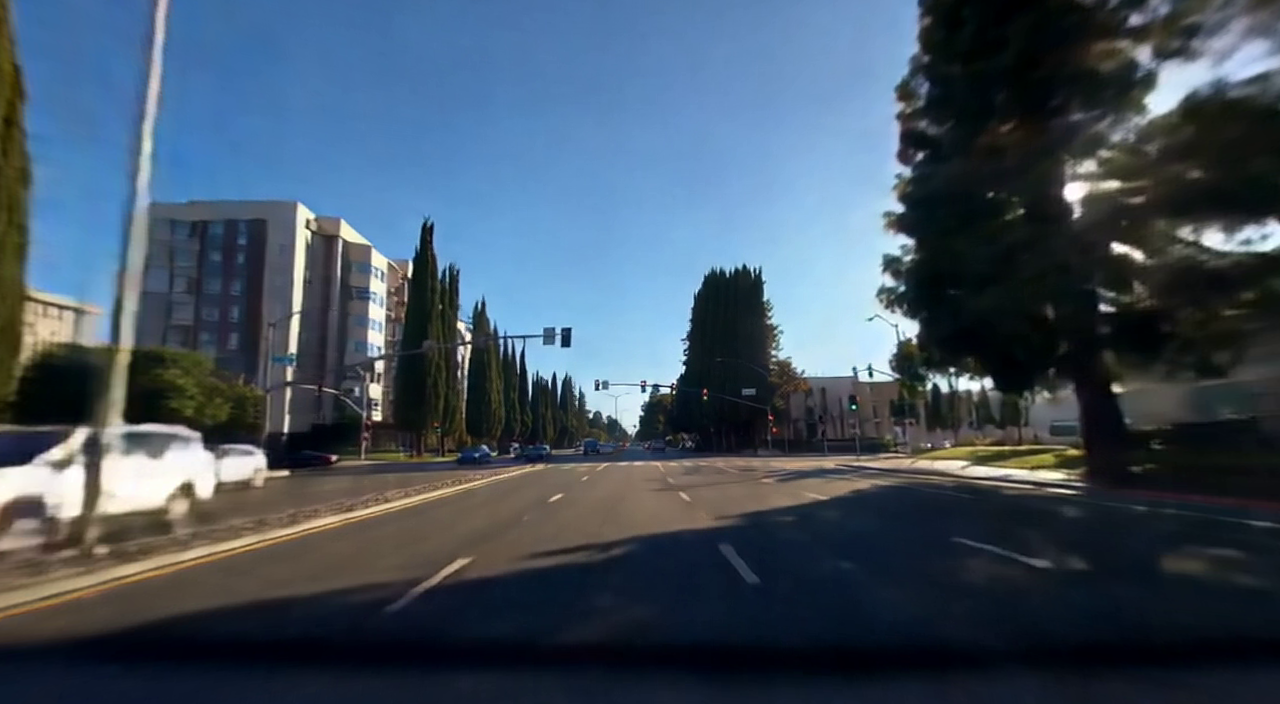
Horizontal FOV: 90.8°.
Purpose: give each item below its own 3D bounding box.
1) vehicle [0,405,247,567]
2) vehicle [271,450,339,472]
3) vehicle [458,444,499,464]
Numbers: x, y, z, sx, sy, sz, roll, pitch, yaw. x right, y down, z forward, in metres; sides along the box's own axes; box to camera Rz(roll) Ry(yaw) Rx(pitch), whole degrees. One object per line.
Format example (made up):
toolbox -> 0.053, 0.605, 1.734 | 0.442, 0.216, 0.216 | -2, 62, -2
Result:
vehicle -> -8.449, 1.862, 9.467 | 2.131, 1.836, 4.670 | 0, -8, -1
vehicle -> -26.240, 8.515, 49.485 | 4.464, 1.599, 2.014 | -2, -9, 15
vehicle -> -12.133, 7.674, 47.744 | 1.952, 1.478, 4.521 | 0, -8, 0
